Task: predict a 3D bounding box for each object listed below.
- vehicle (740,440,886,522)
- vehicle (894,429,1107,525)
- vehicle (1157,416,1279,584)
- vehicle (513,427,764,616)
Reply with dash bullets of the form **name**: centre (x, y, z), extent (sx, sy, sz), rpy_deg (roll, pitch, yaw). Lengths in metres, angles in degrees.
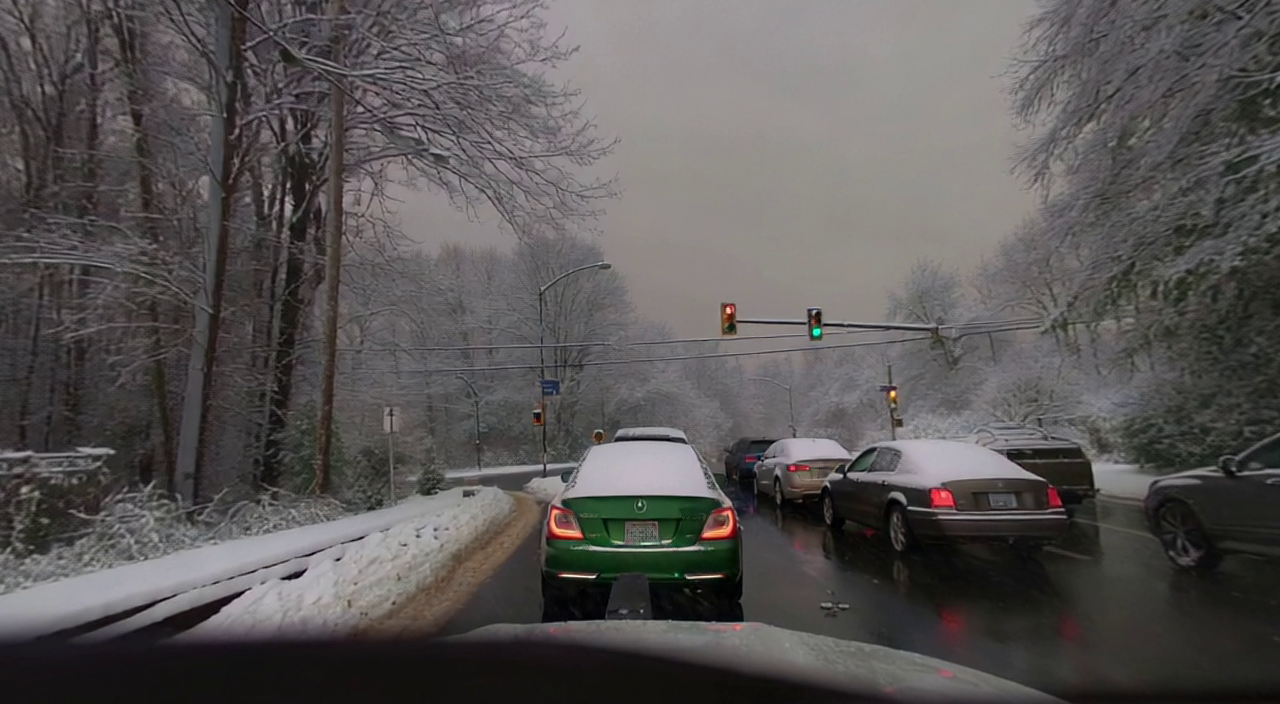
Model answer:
- **vehicle**: centre (3.533, 2.721, 13.825), extent (1.934, 1.494, 4.446), rpy_deg (0, -9, 0)
- **vehicle**: centre (7.022, 2.468, 12.903), extent (1.923, 1.611, 4.094), rpy_deg (0, -9, 0)
- **vehicle**: centre (6.939, 1.337, 5.570), extent (1.783, 1.572, 3.421), rpy_deg (0, -9, 1)
- **vehicle**: centre (0.010, 1.679, 7.100), extent (2.015, 1.502, 3.898), rpy_deg (0, -9, 1)
